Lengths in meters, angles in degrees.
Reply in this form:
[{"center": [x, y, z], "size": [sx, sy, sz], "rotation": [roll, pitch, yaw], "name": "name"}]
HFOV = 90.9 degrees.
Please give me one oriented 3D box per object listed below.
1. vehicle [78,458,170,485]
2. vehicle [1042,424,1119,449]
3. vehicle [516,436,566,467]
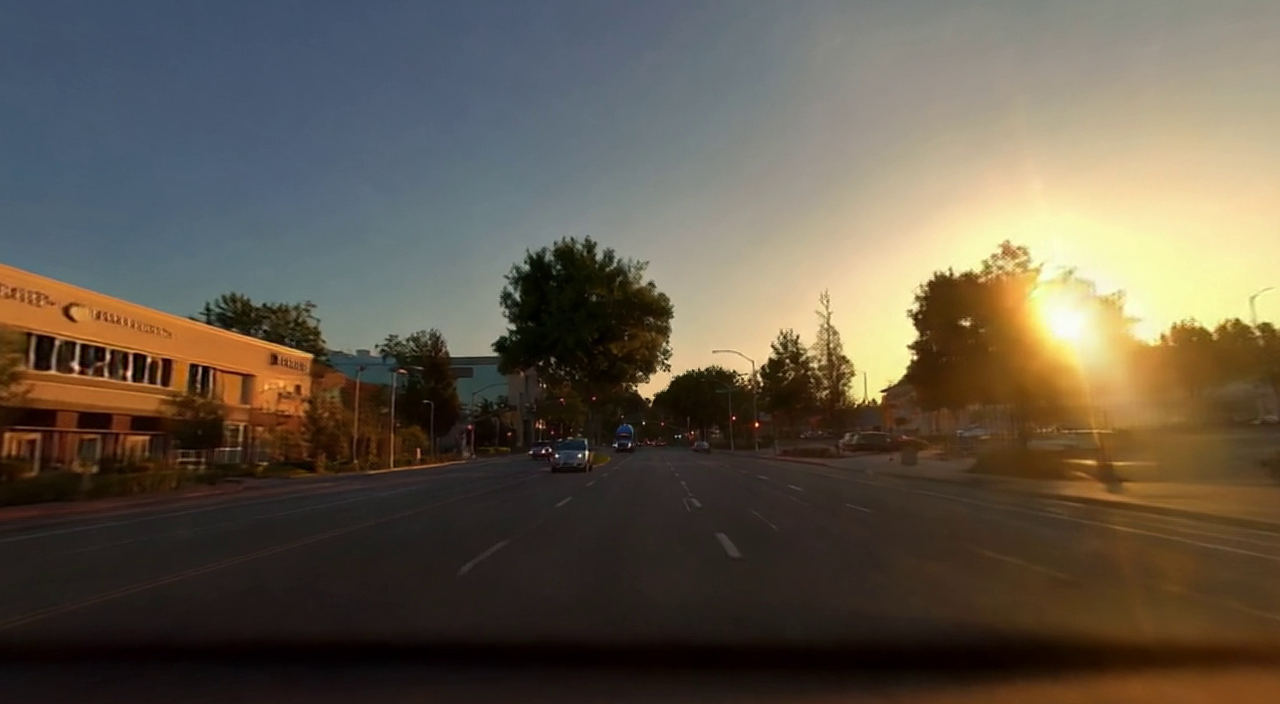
[{"center": [-35.625, 8.238, 43.613], "size": [4.485, 1.772, 2.149], "rotation": [0, -8, 2], "name": "vehicle"}, {"center": [27.088, 5.229, 38.951], "size": [1.796, 1.453, 4.296], "rotation": [0, -8, 3], "name": "vehicle"}, {"center": [-5.894, 5.978, 38.058], "size": [2.179, 1.750, 4.621], "rotation": [0, -8, 1], "name": "vehicle"}]
